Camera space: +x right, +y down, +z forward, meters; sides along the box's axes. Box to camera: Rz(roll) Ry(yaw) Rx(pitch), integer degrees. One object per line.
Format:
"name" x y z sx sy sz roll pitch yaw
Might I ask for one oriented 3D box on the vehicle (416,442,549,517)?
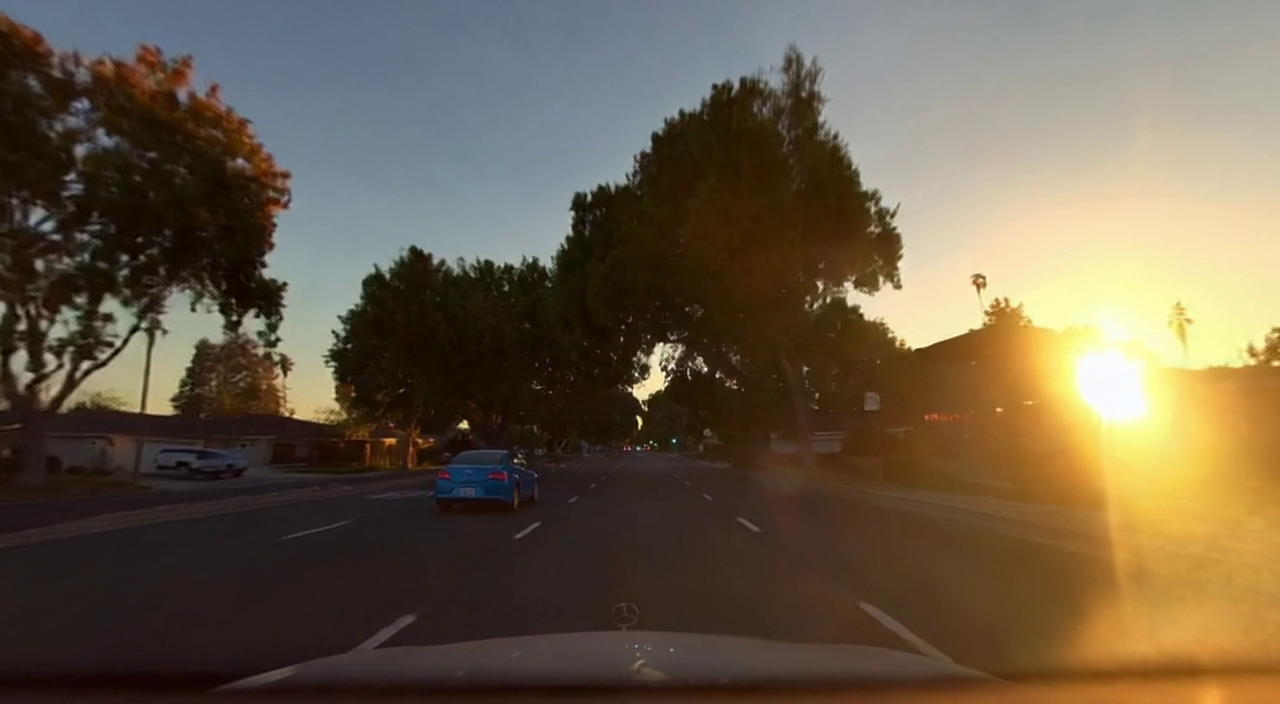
"vehicle" -3.448 2.880 14.747 2.005 1.477 4.169 0 -9 0

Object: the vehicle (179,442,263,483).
"vehicle" -26.175 6.911 39.587 3.358 2.439 2.686 1 -9 -7
